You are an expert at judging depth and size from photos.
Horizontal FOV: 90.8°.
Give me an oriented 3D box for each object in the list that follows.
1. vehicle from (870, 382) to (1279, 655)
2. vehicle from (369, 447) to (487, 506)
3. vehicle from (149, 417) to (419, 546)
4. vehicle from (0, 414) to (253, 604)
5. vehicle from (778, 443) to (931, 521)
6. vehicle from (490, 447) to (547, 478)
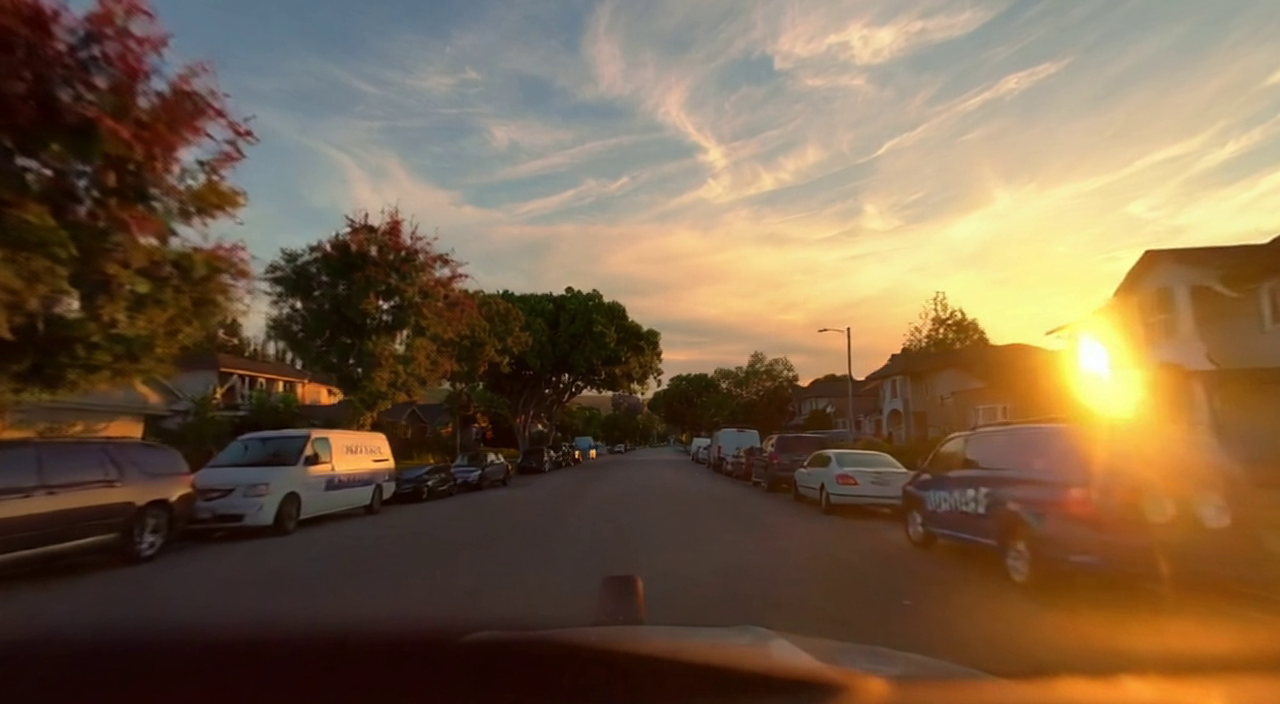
[{"bbox_3d":[4.402,1.492,6.862,1.985,1.819,5.163,0,-9,2],"label":"vehicle"},{"bbox_3d":[-6.291,3.706,19.416,1.840,1.476,4.739,-2,-8,3],"label":"vehicle"},{"bbox_3d":[-6.724,2.480,13.042,2.085,1.997,5.755,-2,-8,2],"label":"vehicle"},{"bbox_3d":[-7.017,1.717,7.171,1.891,1.780,5.240,-3,-9,1],"label":"vehicle"},{"bbox_3d":[4.520,2.781,14.142,1.811,1.439,4.521,0,-9,-1],"label":"vehicle"},{"bbox_3d":[-6.240,5.738,33.068,1.869,1.467,4.921,0,-9,2],"label":"vehicle"}]
